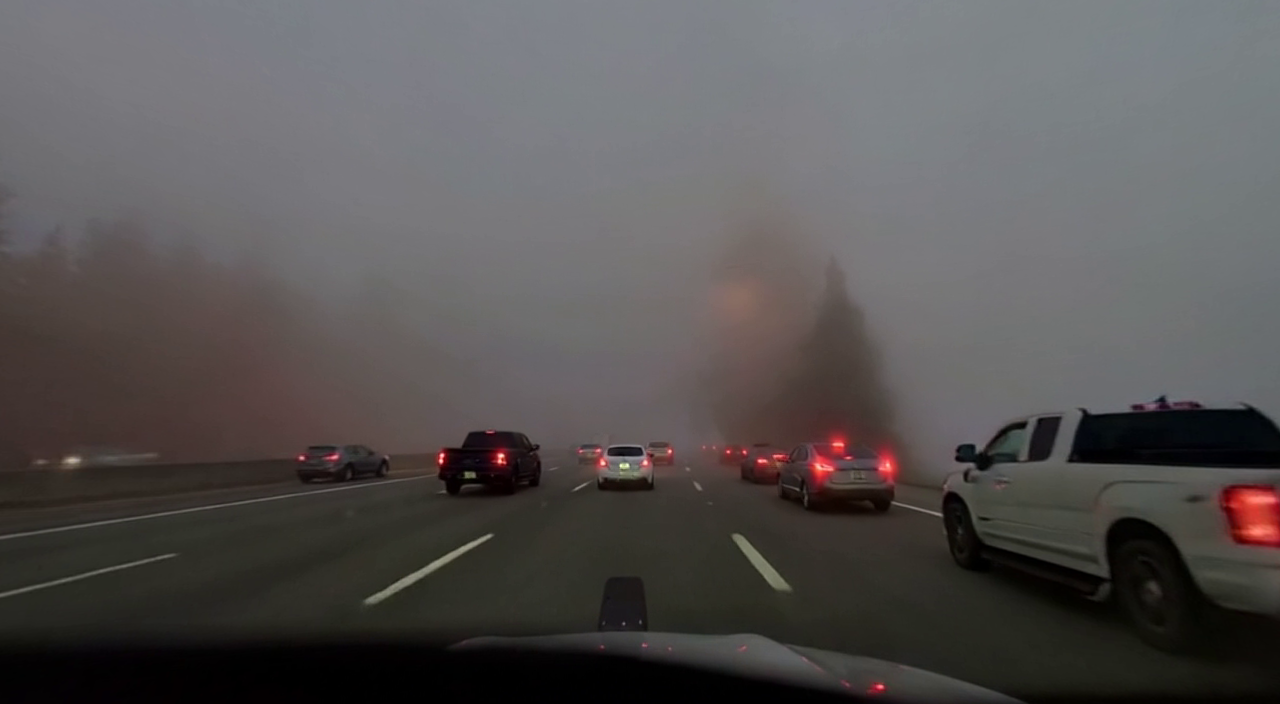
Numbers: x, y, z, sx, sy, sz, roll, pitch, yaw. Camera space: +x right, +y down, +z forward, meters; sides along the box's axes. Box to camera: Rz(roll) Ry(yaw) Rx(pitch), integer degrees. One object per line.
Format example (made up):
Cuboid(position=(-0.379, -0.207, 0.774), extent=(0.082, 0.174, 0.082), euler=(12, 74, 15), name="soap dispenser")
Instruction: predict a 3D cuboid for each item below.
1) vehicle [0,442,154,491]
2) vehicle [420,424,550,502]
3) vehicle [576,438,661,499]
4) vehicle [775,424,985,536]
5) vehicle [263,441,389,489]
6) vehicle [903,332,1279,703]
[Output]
Cuboid(position=(-22.596, 4.486, 25.224), extent=(2.110, 1.748, 5.051), euler=(-1, -8, 2), name="vehicle")
Cuboid(position=(-4.045, 3.016, 17.638), extent=(2.110, 1.811, 5.585), euler=(0, -8, 1), name="vehicle")
Cuboid(position=(-0.472, 3.156, 17.510), extent=(2.070, 1.456, 4.029), euler=(0, -8, 1), name="vehicle")
Cuboid(position=(3.878, 2.139, 11.194), extent=(1.984, 1.567, 4.475), euler=(0, -8, 1), name="vehicle")
Cuboid(position=(-10.859, 3.923, 22.281), extent=(1.907, 1.508, 4.608), euler=(-1, -8, 3), name="vehicle")
Cuboid(position=(3.886, 1.062, 4.547), extent=(2.003, 1.778, 4.658), euler=(0, -8, 1), name="vehicle")
